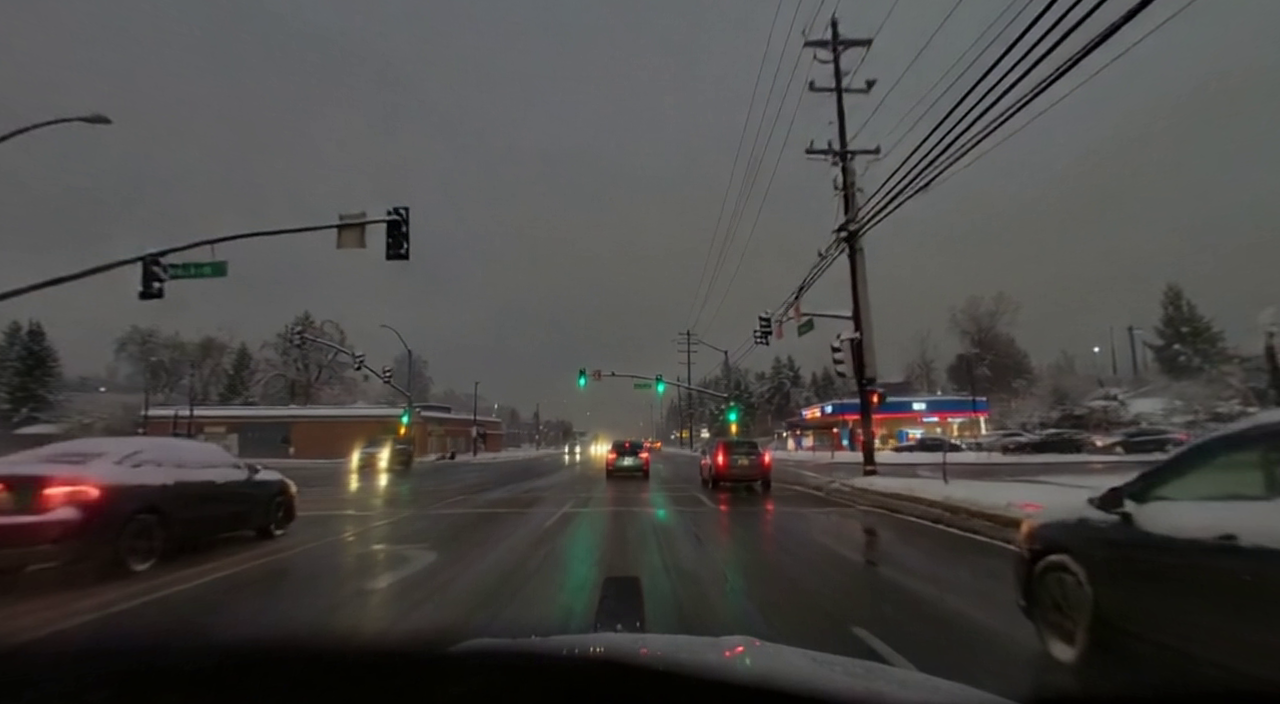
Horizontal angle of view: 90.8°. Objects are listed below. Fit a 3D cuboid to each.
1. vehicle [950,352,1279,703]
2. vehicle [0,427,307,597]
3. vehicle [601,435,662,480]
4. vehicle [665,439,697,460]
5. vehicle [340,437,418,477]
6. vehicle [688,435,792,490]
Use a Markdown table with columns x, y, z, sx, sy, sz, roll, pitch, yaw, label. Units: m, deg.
| x | y | z | sx | sy | sz | roll | pitch | yaw | label |
| --- | --- | --- | --- | --- | --- | --- | --- | --- | --- |
| 3.787 | 0.882 | 2.806 | 2.452 | 1.682 | 4.565 | 0 | -8 | 0 | vehicle |
| -6.249 | 1.714 | 7.679 | 2.075 | 1.470 | 4.190 | 0 | -8 | 0 | vehicle |
| -0.319 | 3.809 | 23.149 | 2.065 | 1.484 | 3.894 | 0 | -8 | -1 | vehicle |
| 3.012 | 7.274 | 47.392 | 1.971 | 1.477 | 4.121 | 0 | -8 | -2 | vehicle |
| -14.449 | 5.825 | 35.326 | 2.233 | 2.072 | 4.813 | 0 | -8 | 0 | vehicle |
| 2.824 | 3.261 | 19.055 | 2.208 | 1.436 | 4.542 | 0 | -8 | -3 | vehicle |
